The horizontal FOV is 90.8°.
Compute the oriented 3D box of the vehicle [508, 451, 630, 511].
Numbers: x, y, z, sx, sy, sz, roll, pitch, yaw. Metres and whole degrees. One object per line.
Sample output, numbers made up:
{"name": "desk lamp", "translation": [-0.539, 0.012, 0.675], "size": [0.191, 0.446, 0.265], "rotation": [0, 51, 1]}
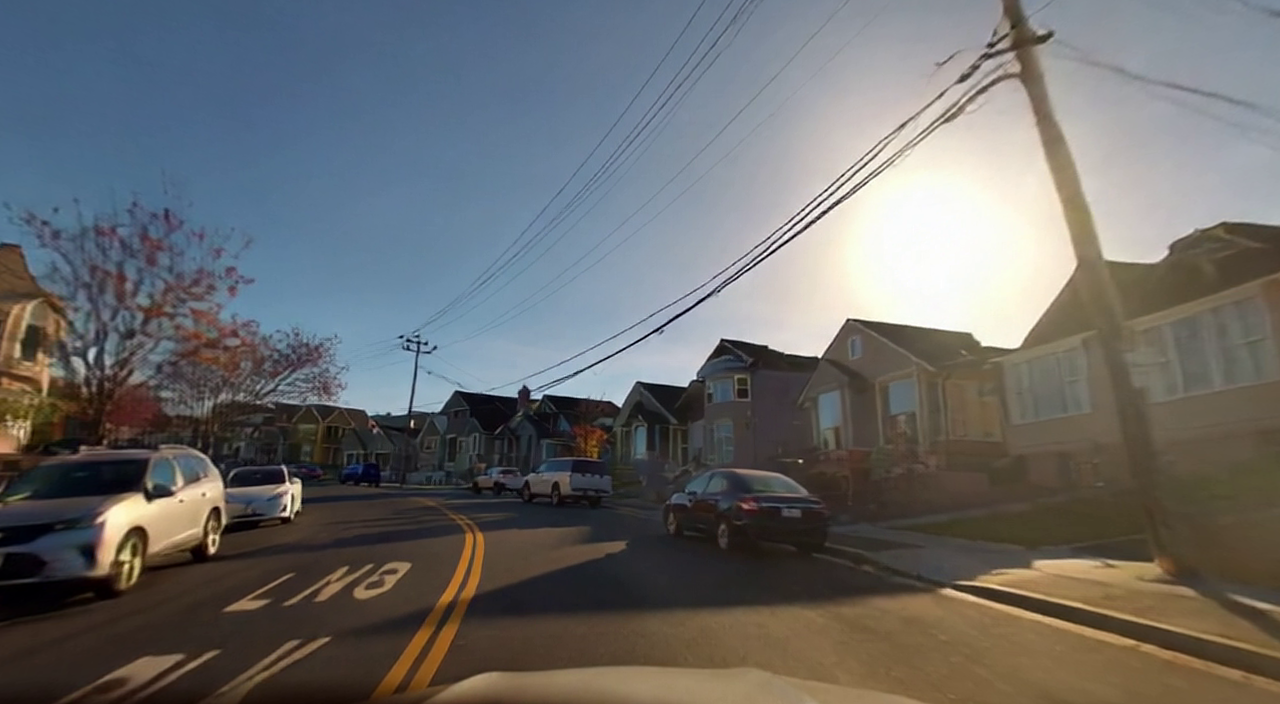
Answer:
{"name": "vehicle", "translation": [-2.834, 4.765, 23.753], "size": [2.449, 1.869, 5.504], "rotation": [9, -12, -28]}

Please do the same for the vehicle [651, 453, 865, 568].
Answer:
{"name": "vehicle", "translation": [1.781, 2.623, 11.227], "size": [1.923, 1.531, 4.568], "rotation": [5, -10, -14]}

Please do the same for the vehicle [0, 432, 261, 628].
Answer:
{"name": "vehicle", "translation": [-7.507, 2.211, 8.559], "size": [2.378, 1.840, 5.389], "rotation": [-2, -10, -12]}
